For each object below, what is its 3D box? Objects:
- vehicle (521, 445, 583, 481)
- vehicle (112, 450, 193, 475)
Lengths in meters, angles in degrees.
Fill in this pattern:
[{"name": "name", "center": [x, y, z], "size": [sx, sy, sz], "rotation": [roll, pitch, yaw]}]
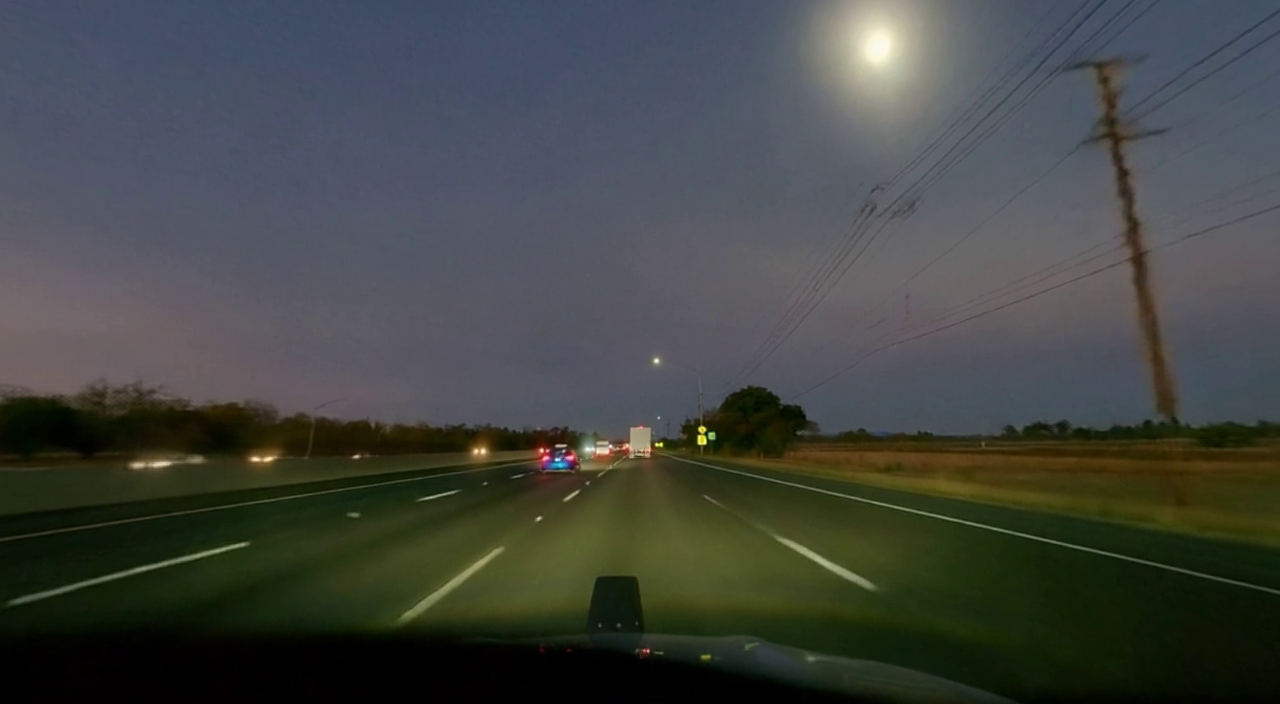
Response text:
[{"name": "vehicle", "center": [-3.904, 4.992, 28.609], "size": [2.104, 1.501, 4.459], "rotation": [0, -9, 1]}, {"name": "vehicle", "center": [-36.071, 8.158, 46.800], "size": [1.982, 1.779, 4.941], "rotation": [0, -9, 1]}]
